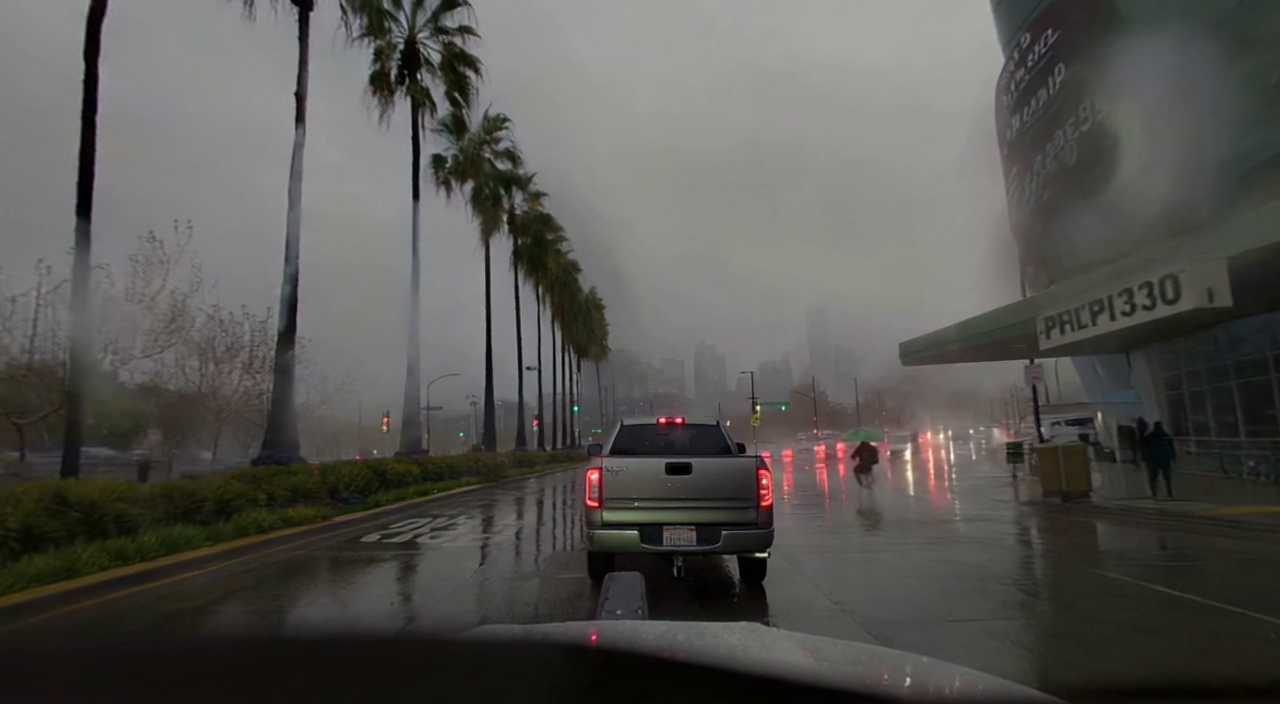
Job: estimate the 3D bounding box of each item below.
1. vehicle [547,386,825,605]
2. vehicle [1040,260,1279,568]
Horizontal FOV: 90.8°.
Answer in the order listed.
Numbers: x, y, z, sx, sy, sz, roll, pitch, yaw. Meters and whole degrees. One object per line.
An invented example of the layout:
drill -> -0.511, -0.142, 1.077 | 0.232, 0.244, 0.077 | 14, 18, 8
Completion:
vehicle -> 0.407, 1.586, 7.972 | 2.311, 1.819, 5.255 | 0, -8, 1
vehicle -> 7.913, 0.875, 8.586 | 2.666, 3.345, 3.622 | -1, -9, 8
